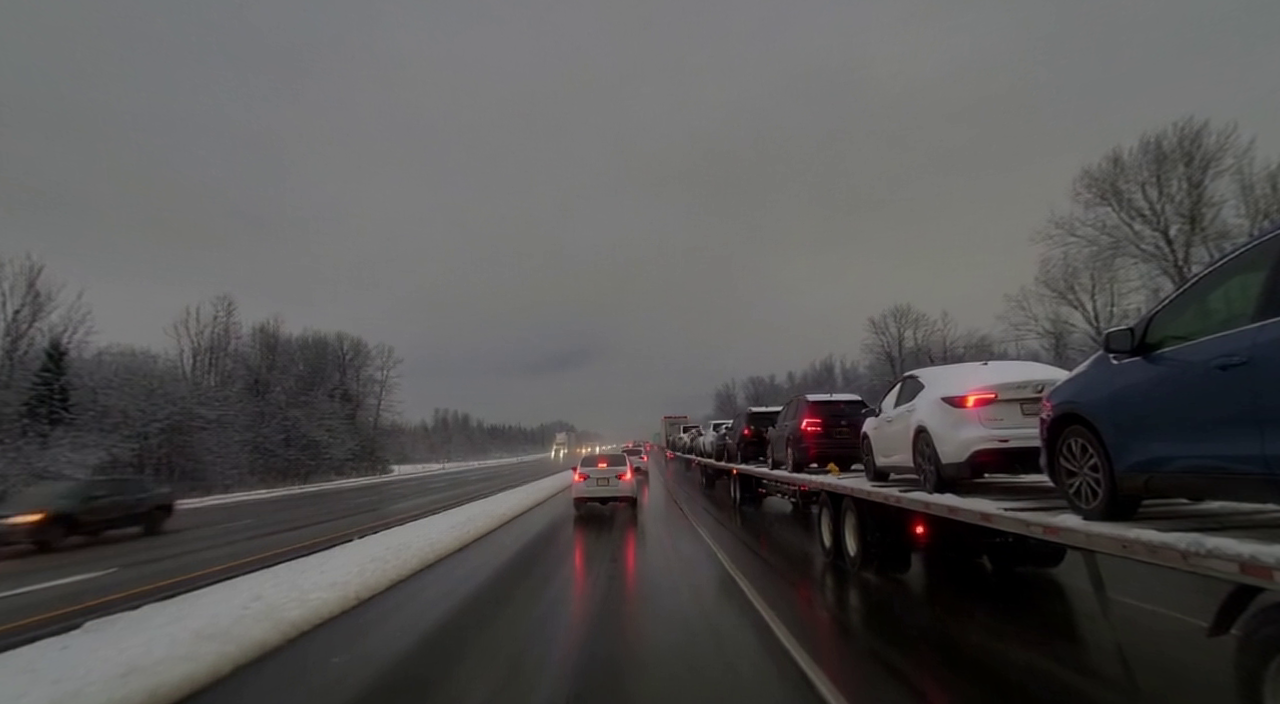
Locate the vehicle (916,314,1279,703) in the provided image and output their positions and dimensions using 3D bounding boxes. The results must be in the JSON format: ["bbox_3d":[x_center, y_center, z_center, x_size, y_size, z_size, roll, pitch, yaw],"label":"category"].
[{"bbox_3d":[3.472,0.894,3.352,1.959,1.783,4.407,0,-9,0],"label":"vehicle"}]

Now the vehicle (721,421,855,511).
[{"bbox_3d":[3.407,2.747,15.443,2.303,1.889,3.920,0,-9,0],"label":"vehicle"}]

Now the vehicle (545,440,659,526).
[{"bbox_3d":[-0.672,2.589,12.913,1.991,1.466,3.675,0,-9,0],"label":"vehicle"}]

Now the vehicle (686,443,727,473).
[{"bbox_3d":[3.938,6.321,37.784,1.938,1.660,4.223,0,-9,0],"label":"vehicle"}]

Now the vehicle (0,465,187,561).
[{"bbox_3d":[-11.341,3.007,12.338,2.089,1.482,3.770,0,-9,0],"label":"vehicle"}]
